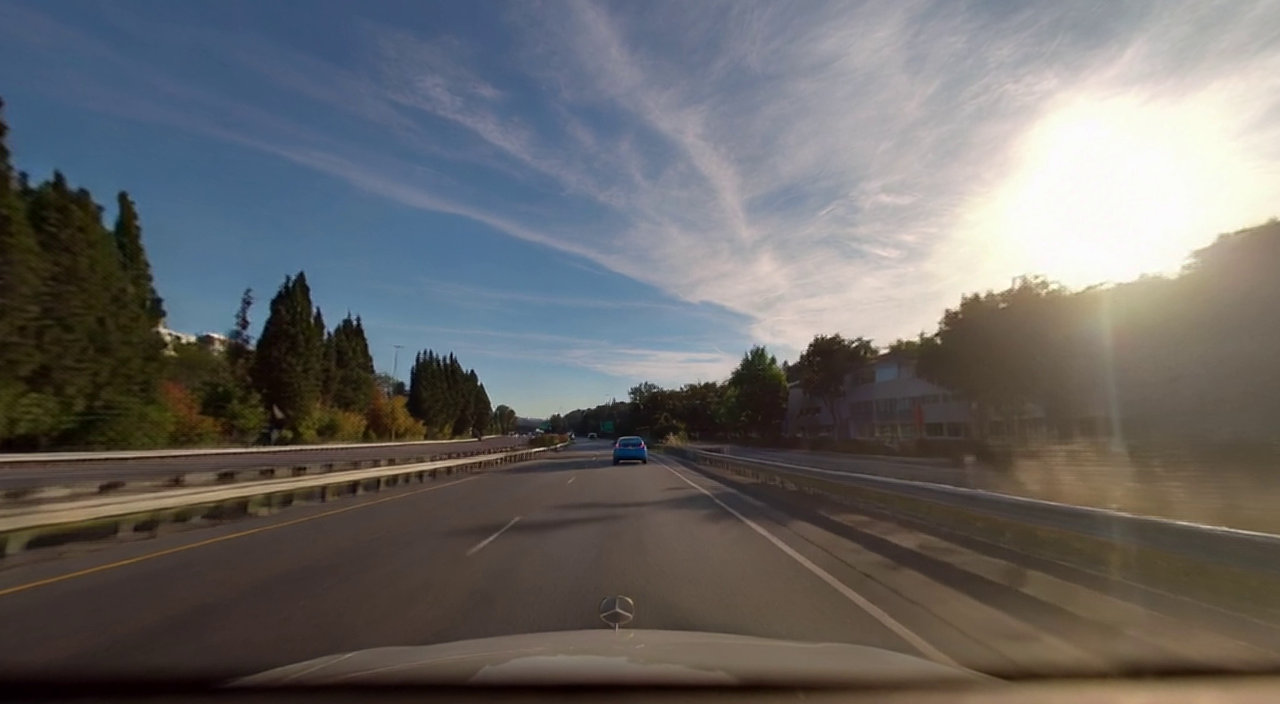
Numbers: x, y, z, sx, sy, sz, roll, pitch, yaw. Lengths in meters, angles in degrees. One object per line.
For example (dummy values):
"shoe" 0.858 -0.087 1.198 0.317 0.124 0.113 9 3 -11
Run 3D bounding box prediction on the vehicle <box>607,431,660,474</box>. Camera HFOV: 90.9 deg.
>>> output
"vehicle" -0.290 4.105 25.929 2.020 1.633 3.942 0 -8 -1
